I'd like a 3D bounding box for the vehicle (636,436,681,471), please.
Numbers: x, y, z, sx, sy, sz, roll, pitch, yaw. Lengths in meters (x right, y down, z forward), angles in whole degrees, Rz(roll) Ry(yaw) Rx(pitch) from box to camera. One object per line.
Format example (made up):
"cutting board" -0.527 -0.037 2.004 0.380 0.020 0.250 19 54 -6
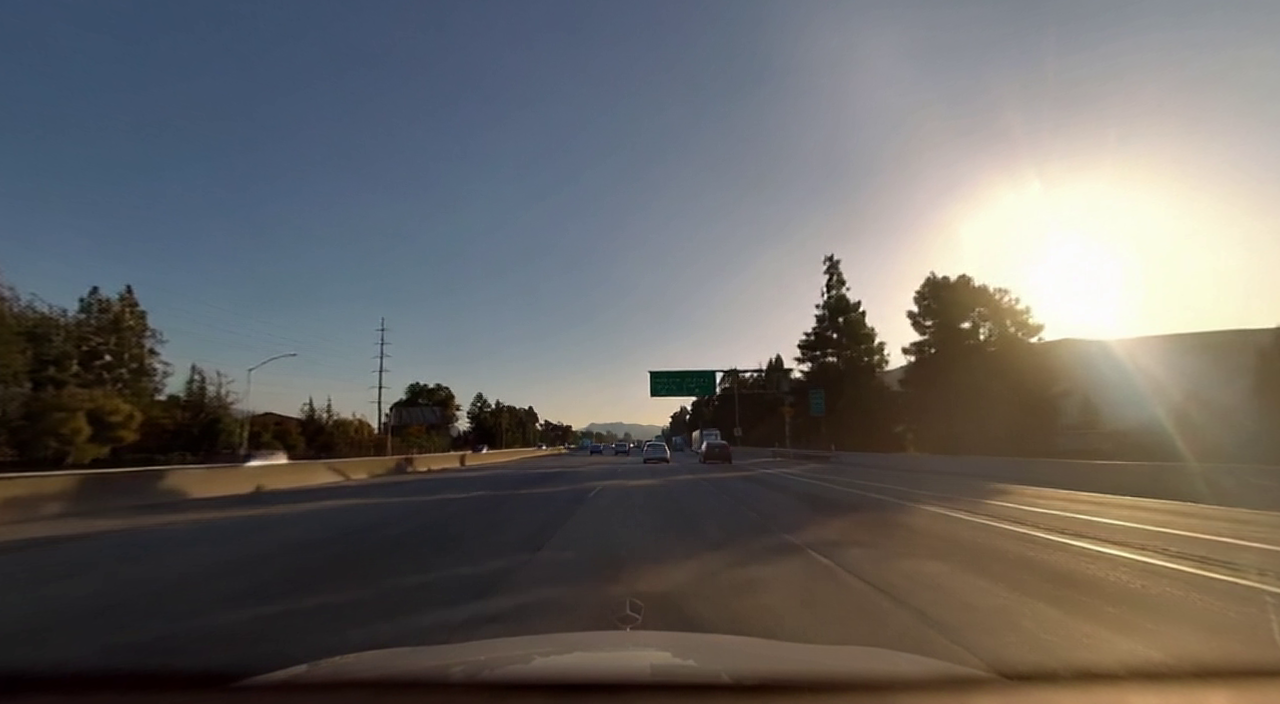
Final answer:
"vehicle" 0.926 5.455 34.129 2.260 1.766 4.348 0 -8 0
